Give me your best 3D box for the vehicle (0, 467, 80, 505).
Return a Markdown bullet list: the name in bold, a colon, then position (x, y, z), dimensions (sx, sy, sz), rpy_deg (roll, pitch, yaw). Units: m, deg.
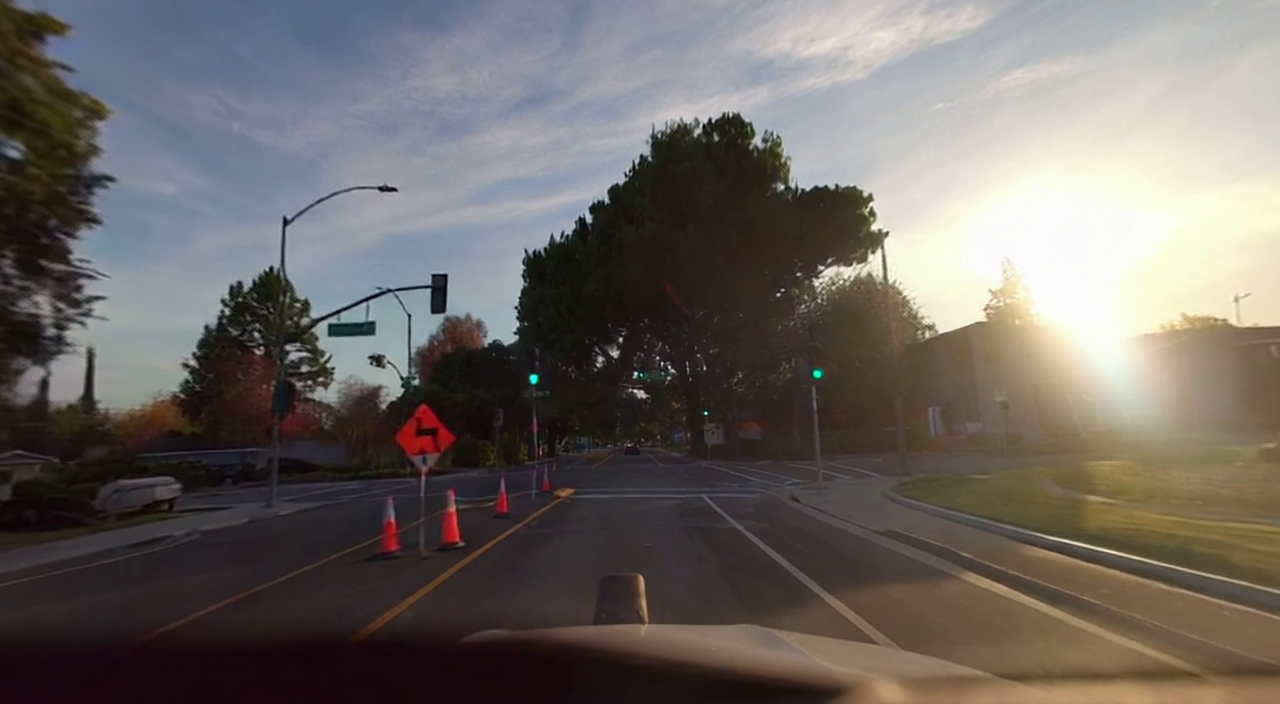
- **vehicle**: position (-33.758, 7.273, 34.335), dimensions (4.433, 1.908, 2.090), rpy_deg (0, -8, -4)
